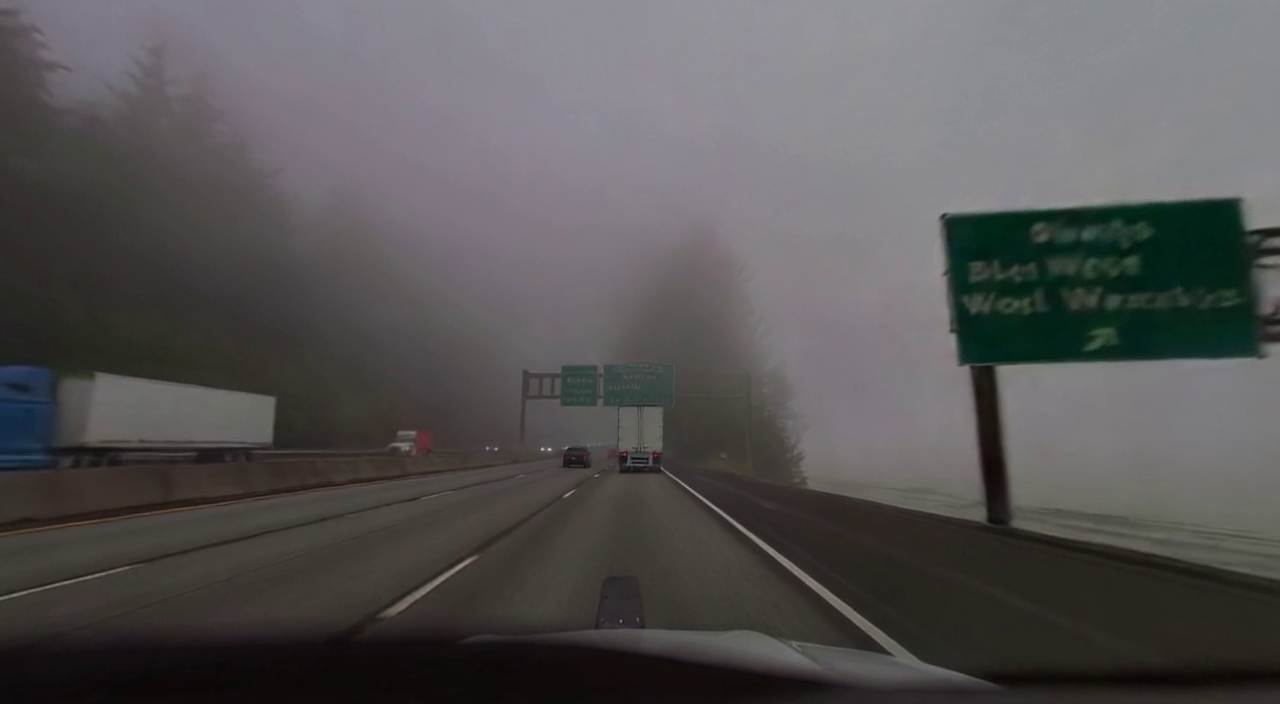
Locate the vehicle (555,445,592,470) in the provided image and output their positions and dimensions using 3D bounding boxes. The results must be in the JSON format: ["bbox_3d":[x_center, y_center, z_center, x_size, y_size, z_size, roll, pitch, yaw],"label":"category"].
[{"bbox_3d":[-4.395,7.066,42.321,1.964,1.556,4.071,0,-9,0],"label":"vehicle"}]

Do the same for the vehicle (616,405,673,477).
[{"bbox_3d":[0.119,5.692,39.562,2.976,3.800,12.335,0,-9,-1],"label":"vehicle"}]

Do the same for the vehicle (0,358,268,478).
[{"bbox_3d":[-23.265,3.325,28.088,3.069,3.979,17.930,0,-9,-2],"label":"vehicle"}]
